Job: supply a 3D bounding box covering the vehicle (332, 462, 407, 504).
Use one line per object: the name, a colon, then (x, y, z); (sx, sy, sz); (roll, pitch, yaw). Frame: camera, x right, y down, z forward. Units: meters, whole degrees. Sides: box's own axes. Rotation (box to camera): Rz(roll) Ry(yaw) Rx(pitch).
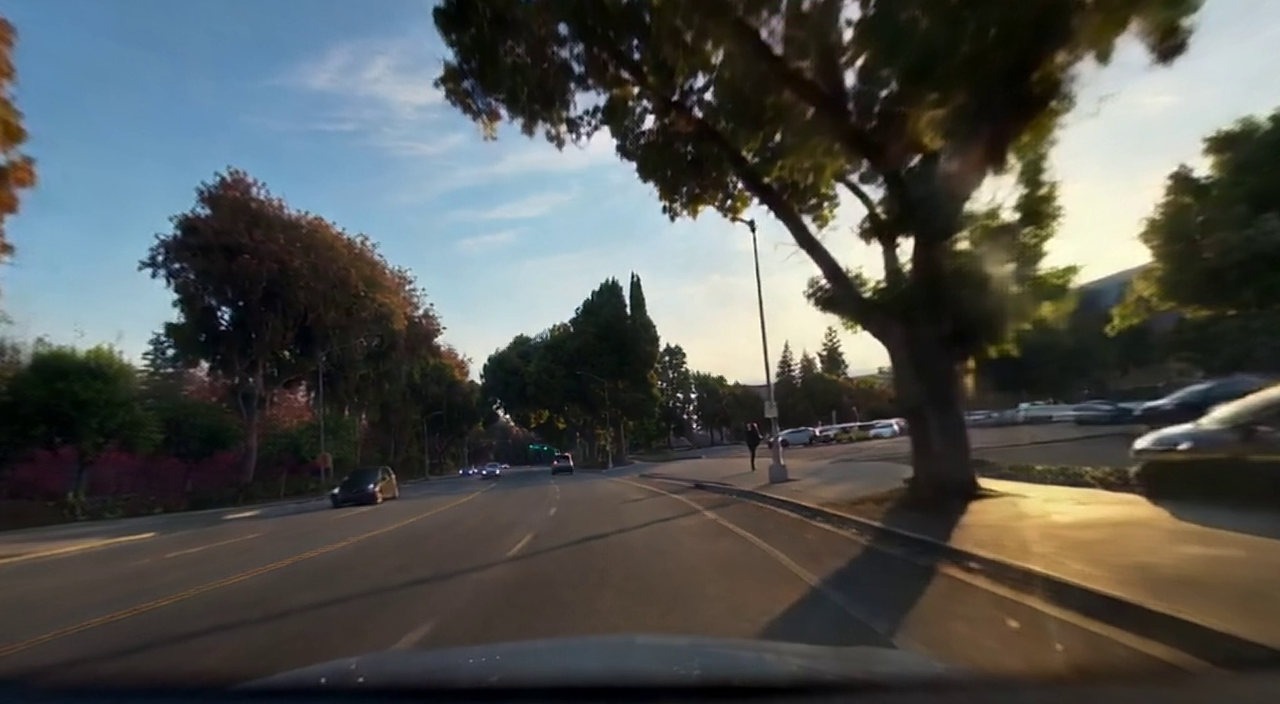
vehicle: (-13.294, 6.421, 31.352); (2.150, 1.754, 4.667); (1, -8, -7)
